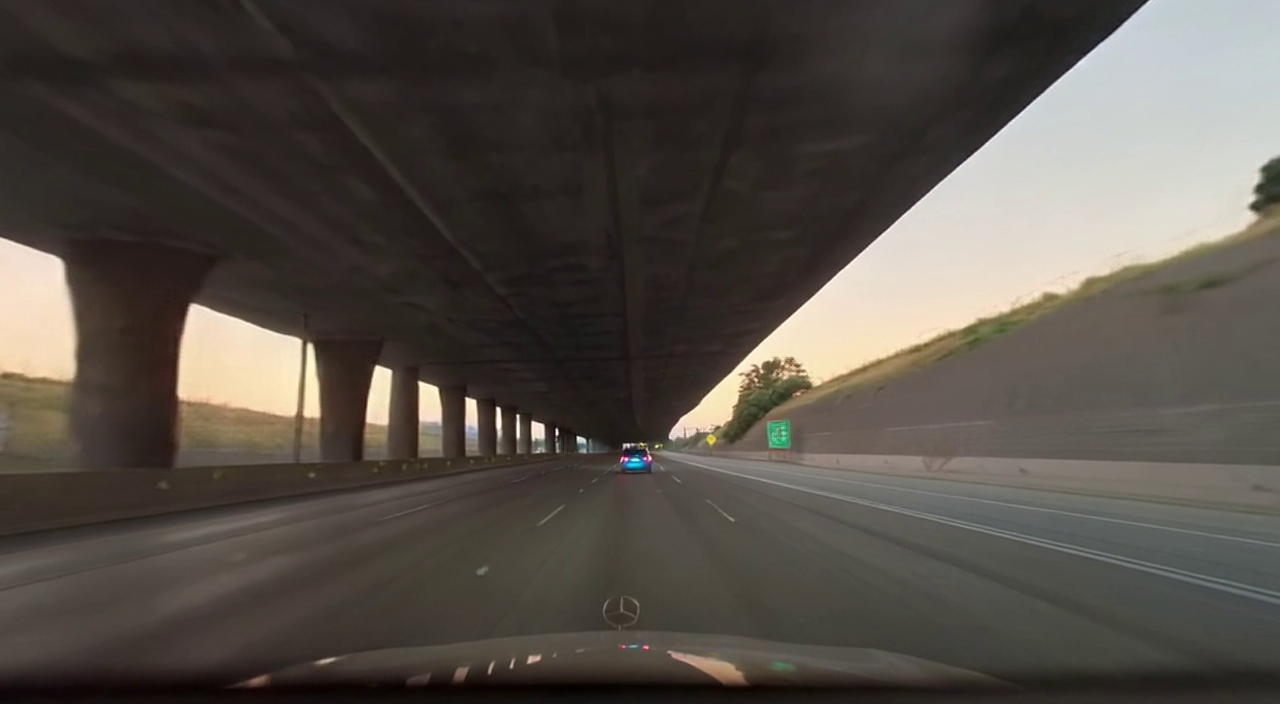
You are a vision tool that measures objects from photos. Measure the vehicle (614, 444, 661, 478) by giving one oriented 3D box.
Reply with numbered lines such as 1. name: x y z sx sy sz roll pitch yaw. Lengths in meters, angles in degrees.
1. vehicle: -0.124 5.155 29.924 2.055 1.501 4.321 0 -9 -1
